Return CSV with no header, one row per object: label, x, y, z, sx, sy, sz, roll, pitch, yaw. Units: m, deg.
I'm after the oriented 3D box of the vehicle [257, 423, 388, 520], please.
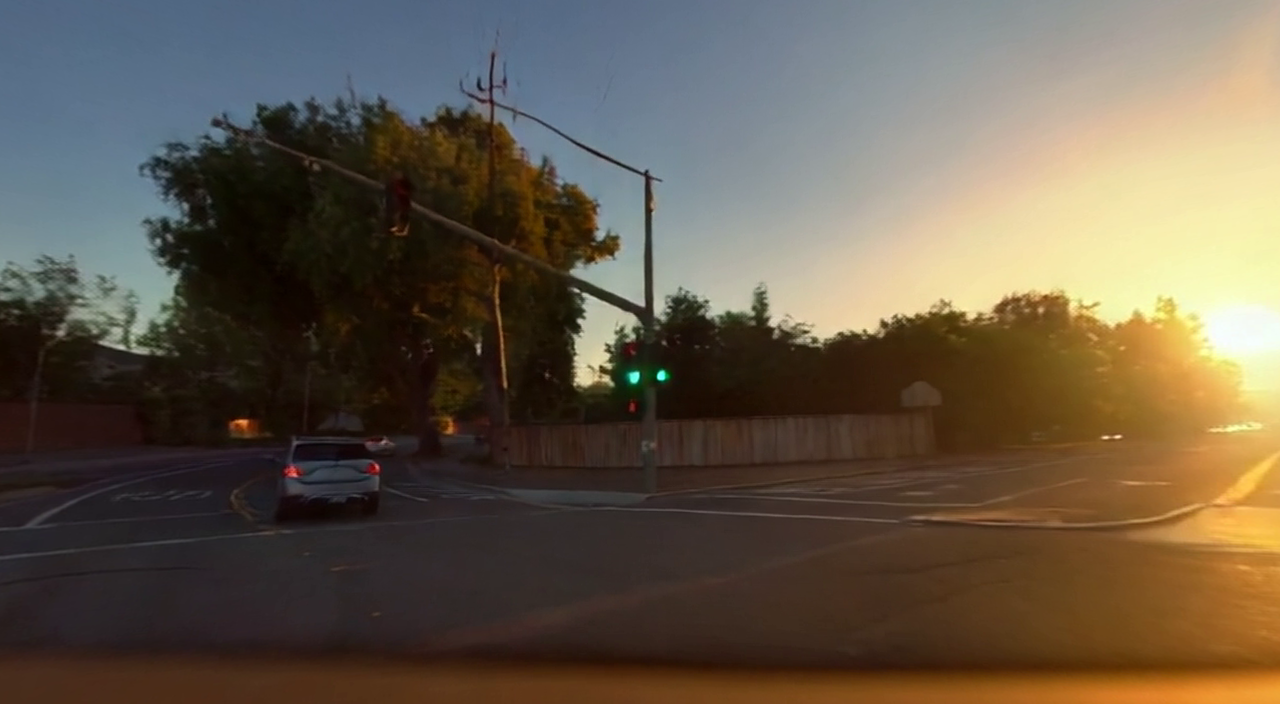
vehicle,-7.320,2.633,14.637,2.230,1.827,4.580,4,-9,-27
